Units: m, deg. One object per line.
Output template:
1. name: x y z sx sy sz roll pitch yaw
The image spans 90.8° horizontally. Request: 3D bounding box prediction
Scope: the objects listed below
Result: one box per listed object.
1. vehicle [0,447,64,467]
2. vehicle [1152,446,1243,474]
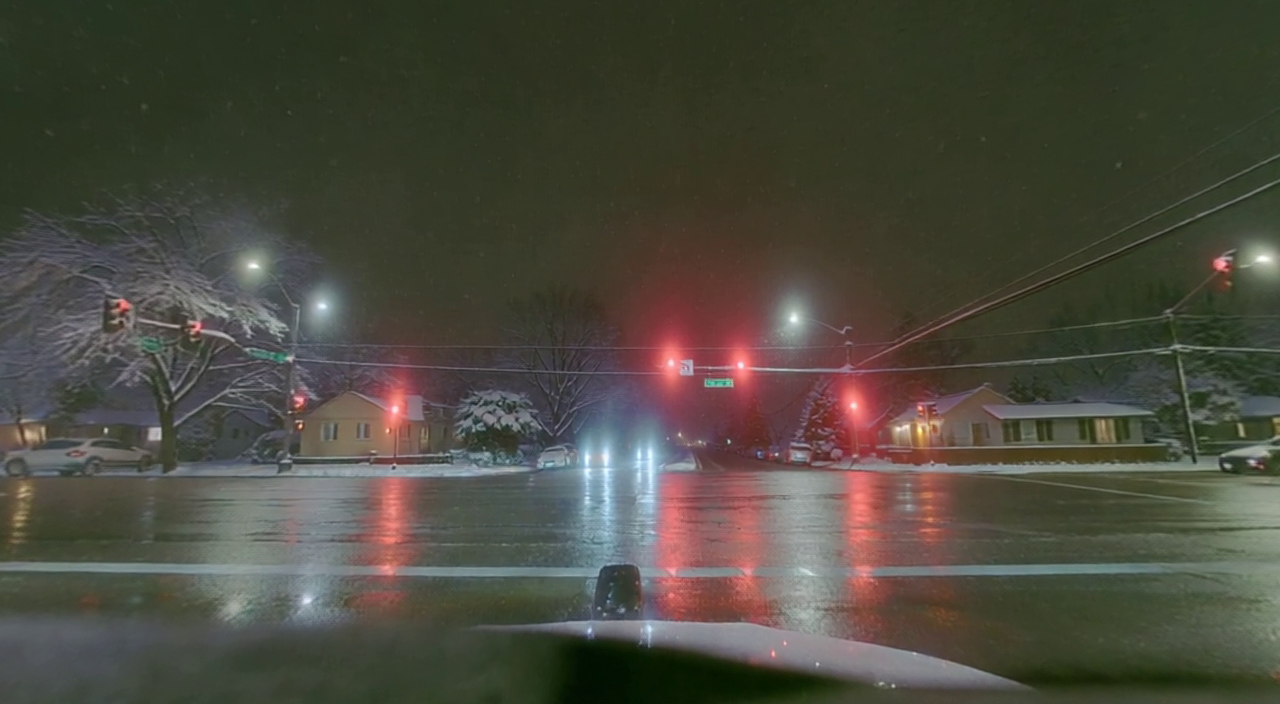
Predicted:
1. vehicle: -44.280 7.522 45.396 3.949 1.422 1.744 0 -9 1
2. vehicle: 36.783 7.097 41.870 1.853 1.723 4.460 0 -9 -1
